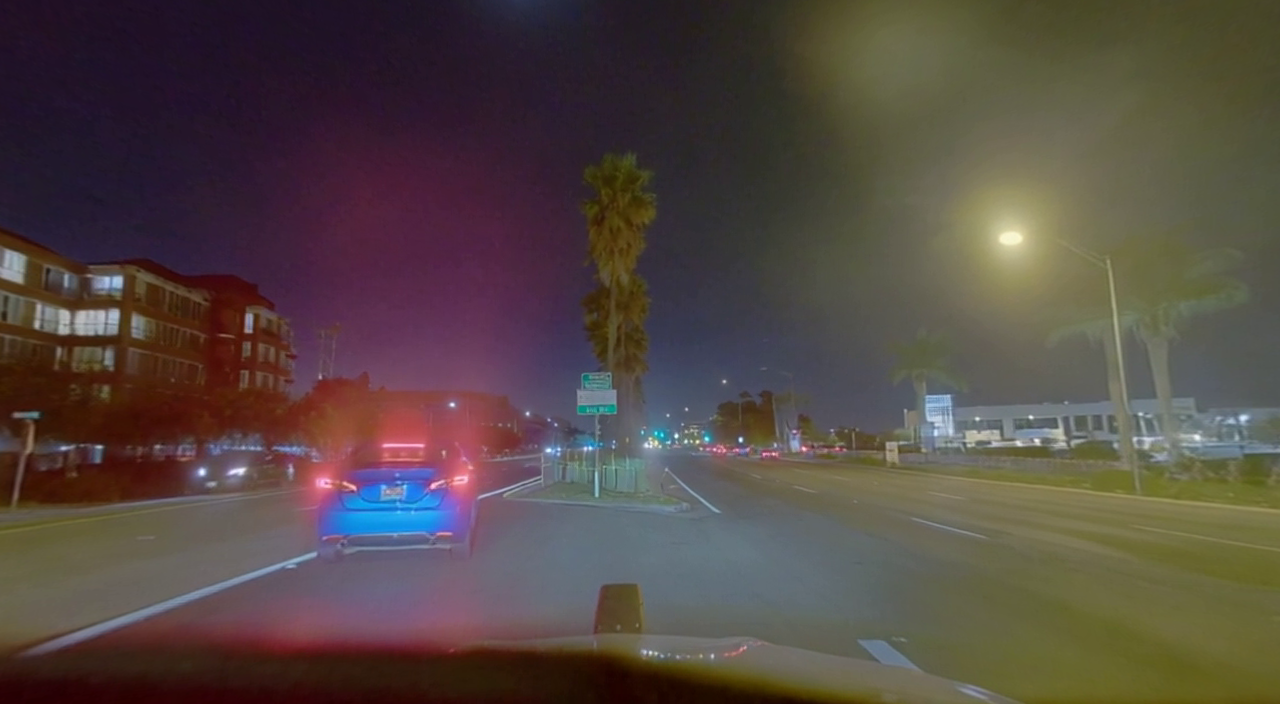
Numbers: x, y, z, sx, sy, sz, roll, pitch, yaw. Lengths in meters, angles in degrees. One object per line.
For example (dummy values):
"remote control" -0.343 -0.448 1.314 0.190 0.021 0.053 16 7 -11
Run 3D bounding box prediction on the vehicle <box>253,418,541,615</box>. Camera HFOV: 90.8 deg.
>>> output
"vehicle" -3.023 1.590 7.194 1.986 1.473 4.382 6 -10 -34

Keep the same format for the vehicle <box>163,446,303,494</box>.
"vehicle" -13.876 4.001 21.964 2.099 1.464 4.615 1 -8 -5
